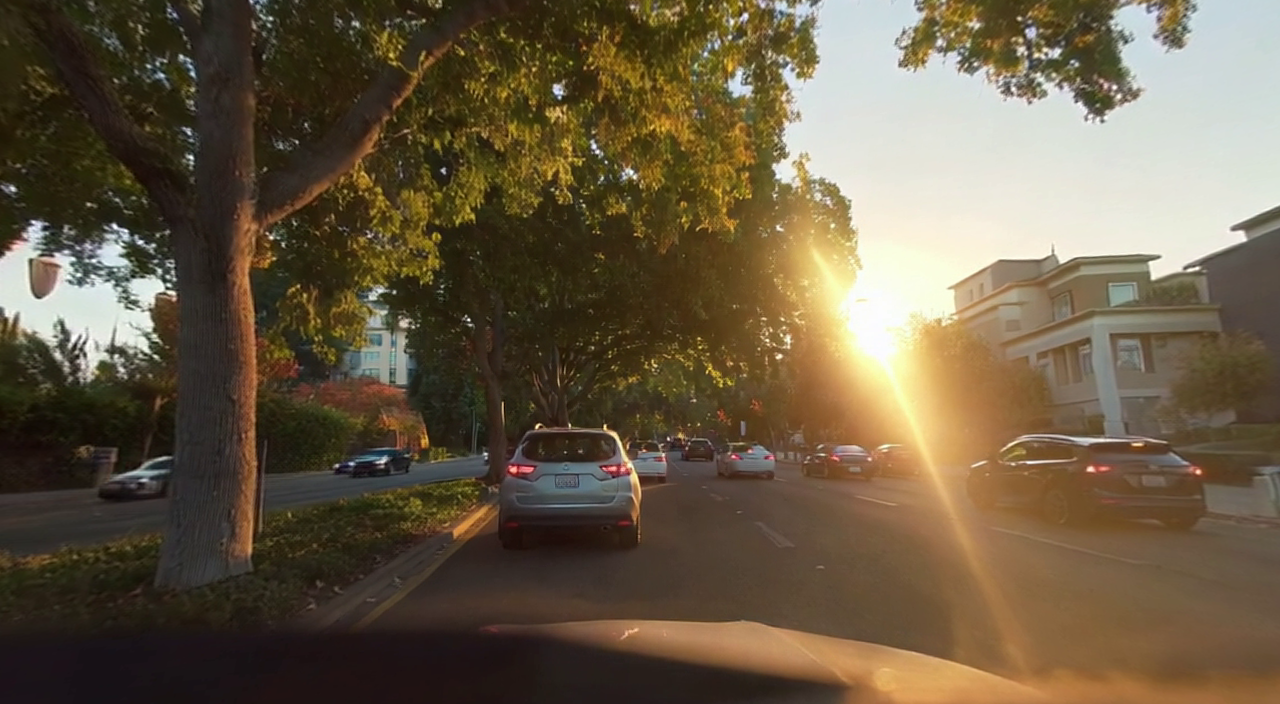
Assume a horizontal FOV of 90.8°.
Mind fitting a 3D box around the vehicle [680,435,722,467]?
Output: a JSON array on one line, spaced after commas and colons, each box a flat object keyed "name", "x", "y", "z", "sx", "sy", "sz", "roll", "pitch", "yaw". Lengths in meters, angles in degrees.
[{"name": "vehicle", "x": 3.740, "y": 6.156, "z": 39.418, "sx": 2.114, "sy": 1.846, "sz": 4.659, "roll": 0, "pitch": -8, "yaw": -1}]

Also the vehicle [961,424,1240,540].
[{"name": "vehicle", "x": 8.019, "y": 2.272, "z": 11.709, "sx": 2.168, "sy": 1.709, "sz": 4.289, "roll": -1, "pitch": -8, "yaw": 5}]

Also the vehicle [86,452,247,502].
[{"name": "vehicle", "x": -15.837, "y": 4.155, "z": 21.508, "sx": 1.900, "sy": 1.467, "sz": 4.609, "roll": 0, "pitch": -8, "yaw": 0}]

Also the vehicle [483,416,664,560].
[{"name": "vehicle", "x": -0.941, "y": 1.867, "z": 9.326, "sx": 2.106, "sy": 1.655, "sz": 3.717, "roll": 1, "pitch": -8, "yaw": -5}]

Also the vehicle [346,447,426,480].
[{"name": "vehicle", "x": -12.167, "y": 5.348, "z": 30.593, "sx": 1.981, "sy": 1.463, "sz": 4.395, "roll": 0, "pitch": -8, "yaw": 1}]

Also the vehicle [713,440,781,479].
[{"name": "vehicle", "x": 4.382, "y": 4.453, "z": 26.515, "sx": 2.175, "sy": 1.477, "sz": 4.520, "roll": 0, "pitch": -8, "yaw": 2}]

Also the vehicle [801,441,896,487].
[{"name": "vehicle", "x": 7.357, "y": 3.965, "z": 22.758, "sx": 1.977, "sy": 1.485, "sz": 4.308, "roll": 0, "pitch": -8, "yaw": 0}]
